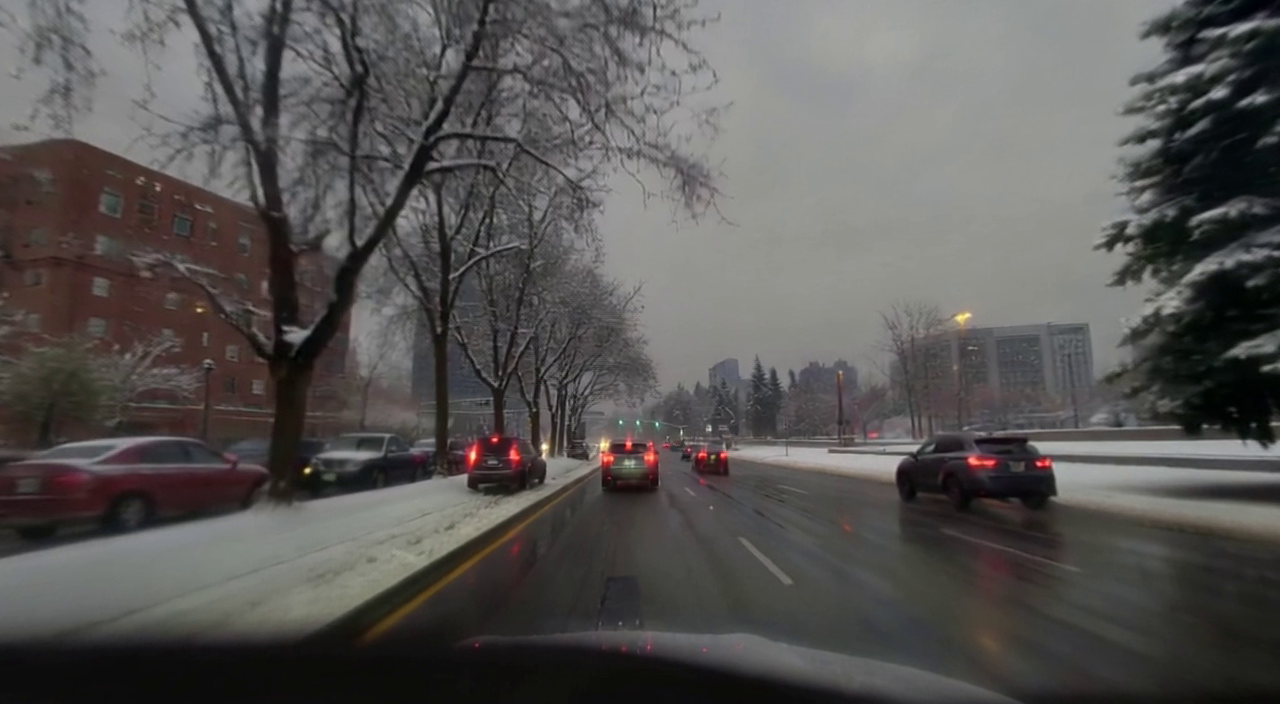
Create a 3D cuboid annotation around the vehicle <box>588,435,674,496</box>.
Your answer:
[{"bbox_3d":[-0.250,3.177,18.022,2.161,1.501,4.184,0,-9,0],"label":"vehicle"}]

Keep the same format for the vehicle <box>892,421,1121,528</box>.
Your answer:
[{"bbox_3d":[6.683,2.266,12.194,1.889,1.681,4.120,0,-9,0],"label":"vehicle"}]

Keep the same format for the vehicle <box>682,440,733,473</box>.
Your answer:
[{"bbox_3d":[3.255,5.131,31.130,1.905,1.473,4.183,0,-9,-2],"label":"vehicle"}]

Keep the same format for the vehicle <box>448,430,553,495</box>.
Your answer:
[{"bbox_3d":[-3.851,3.150,18.299,2.009,1.619,4.376,0,-9,1],"label":"vehicle"}]

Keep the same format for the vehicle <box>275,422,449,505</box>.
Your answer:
[{"bbox_3d":[-6.784,2.802,16.328,1.864,1.737,5.689,0,-9,1],"label":"vehicle"}]

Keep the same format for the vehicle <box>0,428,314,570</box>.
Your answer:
[{"bbox_3d":[-6.837,1.918,9.100,1.877,1.493,4.624,0,-9,-1],"label":"vehicle"}]
